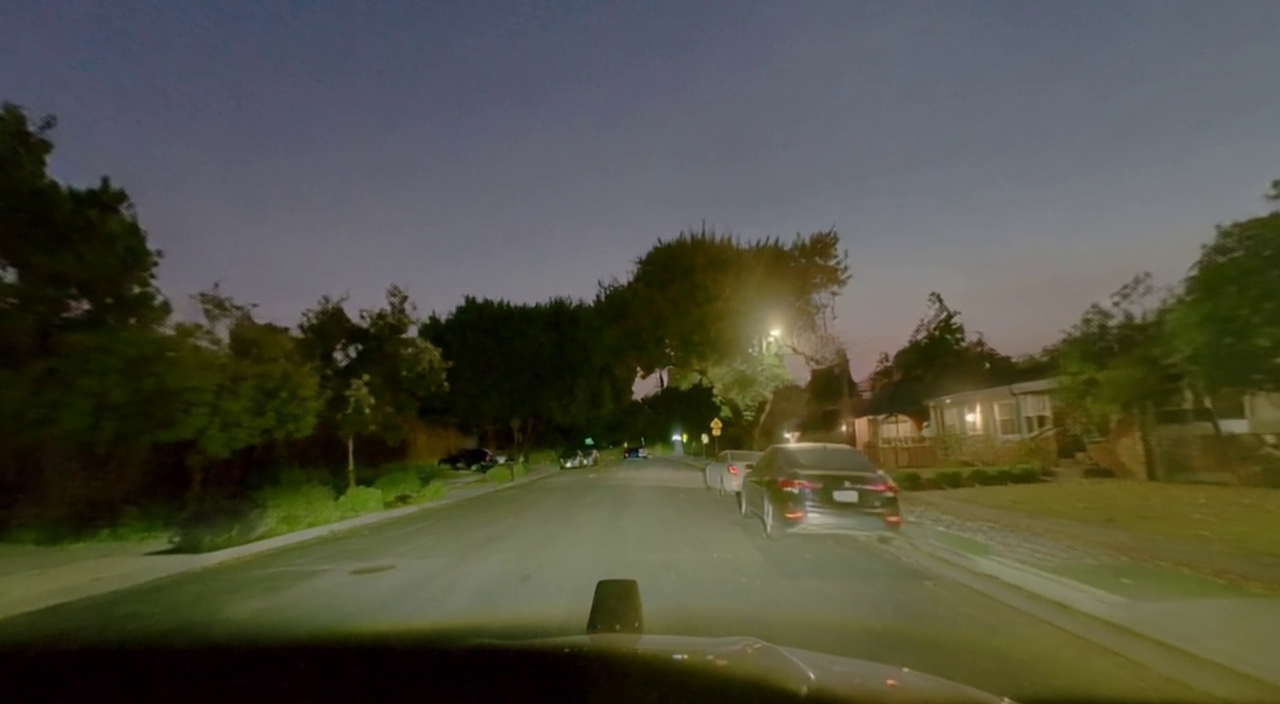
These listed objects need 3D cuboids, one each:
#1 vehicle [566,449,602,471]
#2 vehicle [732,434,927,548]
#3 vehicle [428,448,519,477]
[{"bbox_3d":[-4.013,7.832,45.883,1.987,1.459,4.473,-1,-9,3],"label":"vehicle"},{"bbox_3d":[2.836,2.187,10.697,2.022,1.483,4.565,-1,-9,2],"label":"vehicle"},{"bbox_3d":[-9.991,6.677,38.276,4.933,1.547,2.125,-2,-8,0],"label":"vehicle"}]
